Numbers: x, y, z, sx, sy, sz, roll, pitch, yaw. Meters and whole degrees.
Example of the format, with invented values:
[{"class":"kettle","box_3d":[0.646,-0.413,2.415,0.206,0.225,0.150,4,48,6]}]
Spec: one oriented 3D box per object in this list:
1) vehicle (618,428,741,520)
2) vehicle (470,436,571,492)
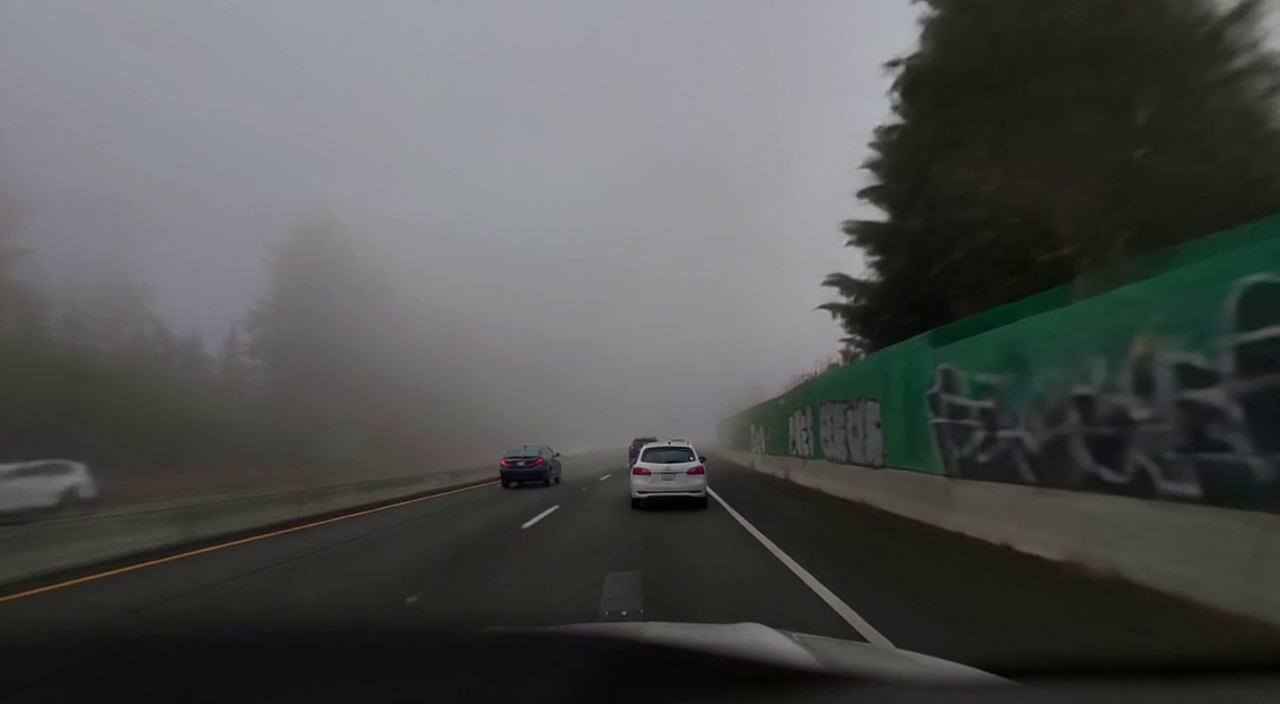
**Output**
[{"class":"vehicle","box_3d":[0.702,2.353,12.647,2.077,1.533,3.854,0,-8,1]},{"class":"vehicle","box_3d":[-3.425,3.297,18.877,2.059,1.471,4.152,0,-8,2]}]
